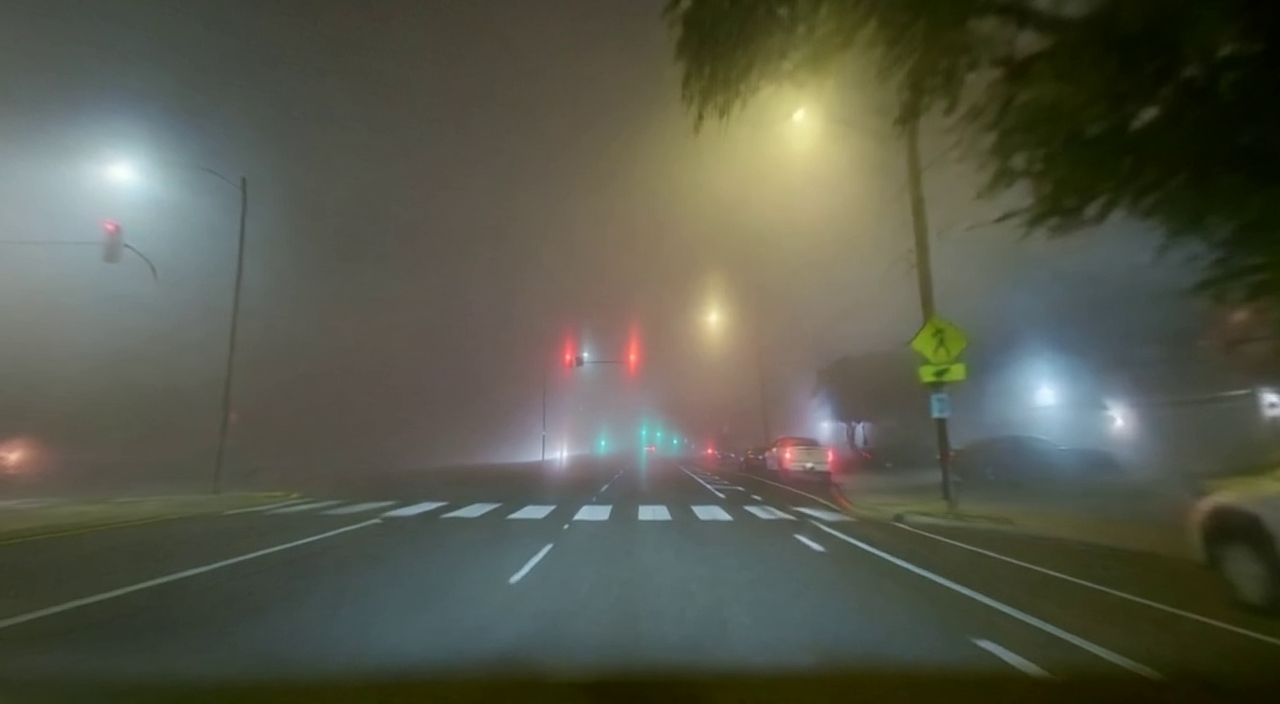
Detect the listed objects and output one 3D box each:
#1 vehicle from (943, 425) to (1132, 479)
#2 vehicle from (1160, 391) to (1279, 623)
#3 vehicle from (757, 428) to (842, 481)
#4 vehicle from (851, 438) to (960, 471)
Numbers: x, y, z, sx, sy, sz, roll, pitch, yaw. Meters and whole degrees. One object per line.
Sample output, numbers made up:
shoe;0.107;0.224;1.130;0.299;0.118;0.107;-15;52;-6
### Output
vehicle;12.367;3.159;20.016;4.585;1.564;2.078;-3;-9;17
vehicle;5.944;0.984;3.469;2.094;1.766;4.792;0;-9;1
vehicle;6.435;4.211;26.147;2.293;1.942;5.004;0;-9;1
vehicle;12.330;4.768;29.425;4.452;1.459;2.001;-4;-9;23
